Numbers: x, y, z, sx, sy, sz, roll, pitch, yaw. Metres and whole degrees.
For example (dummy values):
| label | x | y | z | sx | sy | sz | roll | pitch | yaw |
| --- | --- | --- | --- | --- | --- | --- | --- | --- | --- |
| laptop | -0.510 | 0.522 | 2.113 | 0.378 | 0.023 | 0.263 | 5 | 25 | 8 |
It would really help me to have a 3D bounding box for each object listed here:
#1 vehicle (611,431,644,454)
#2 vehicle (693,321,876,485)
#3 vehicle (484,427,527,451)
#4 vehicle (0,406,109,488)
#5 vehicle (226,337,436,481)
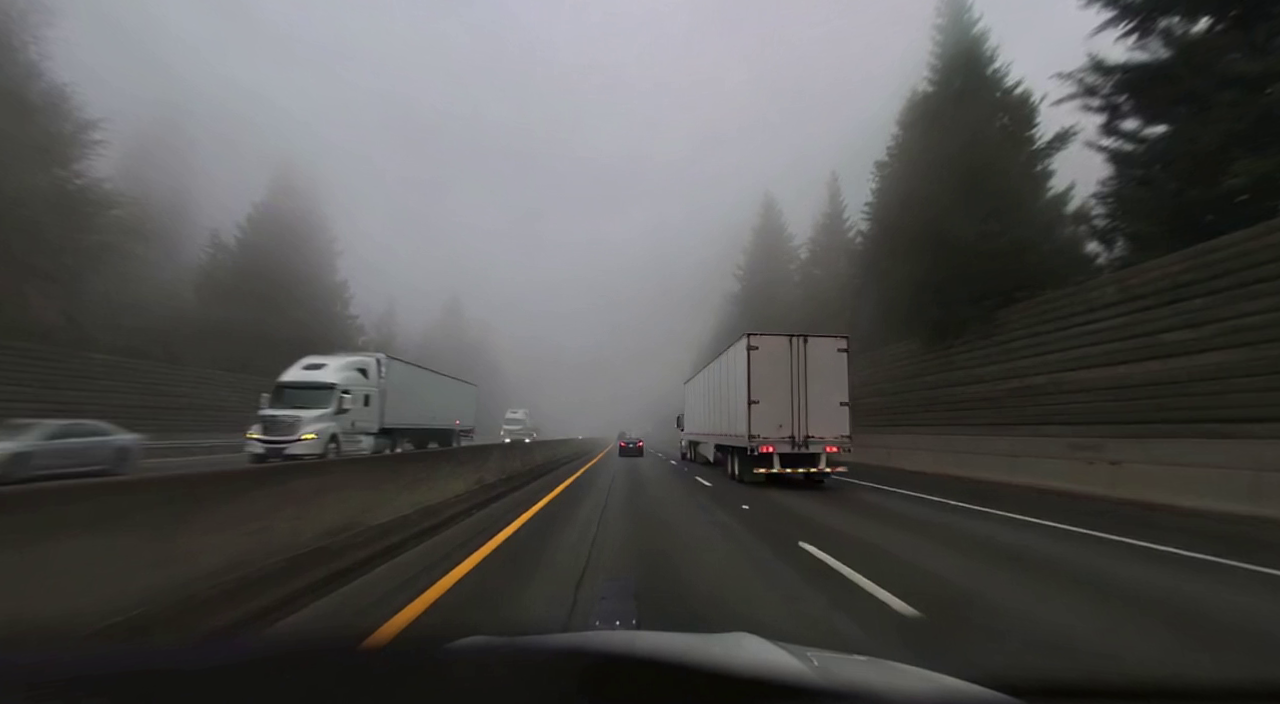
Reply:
| label | x | y | z | sx | sy | sz | roll | pitch | yaw |
| --- | --- | --- | --- | --- | --- | --- | --- | --- | --- |
| vehicle | -0.835 | 6.058 | 42.269 | 2.119 | 1.480 | 4.000 | 0 | -8 | 0 |
| vehicle | 4.120 | 2.144 | 22.458 | 2.953 | 4.045 | 13.843 | 0 | -8 | -1 |
| vehicle | -8.722 | 5.669 | 41.209 | 1.885 | 1.483 | 4.516 | 0 | -8 | -2 |
| vehicle | -12.652 | 1.823 | 12.110 | 1.832 | 1.485 | 3.518 | 0 | -8 | -1 |
| vehicle | -8.624 | 1.820 | 18.927 | 2.624 | 3.453 | 7.411 | 0 | -7 | -1 |
